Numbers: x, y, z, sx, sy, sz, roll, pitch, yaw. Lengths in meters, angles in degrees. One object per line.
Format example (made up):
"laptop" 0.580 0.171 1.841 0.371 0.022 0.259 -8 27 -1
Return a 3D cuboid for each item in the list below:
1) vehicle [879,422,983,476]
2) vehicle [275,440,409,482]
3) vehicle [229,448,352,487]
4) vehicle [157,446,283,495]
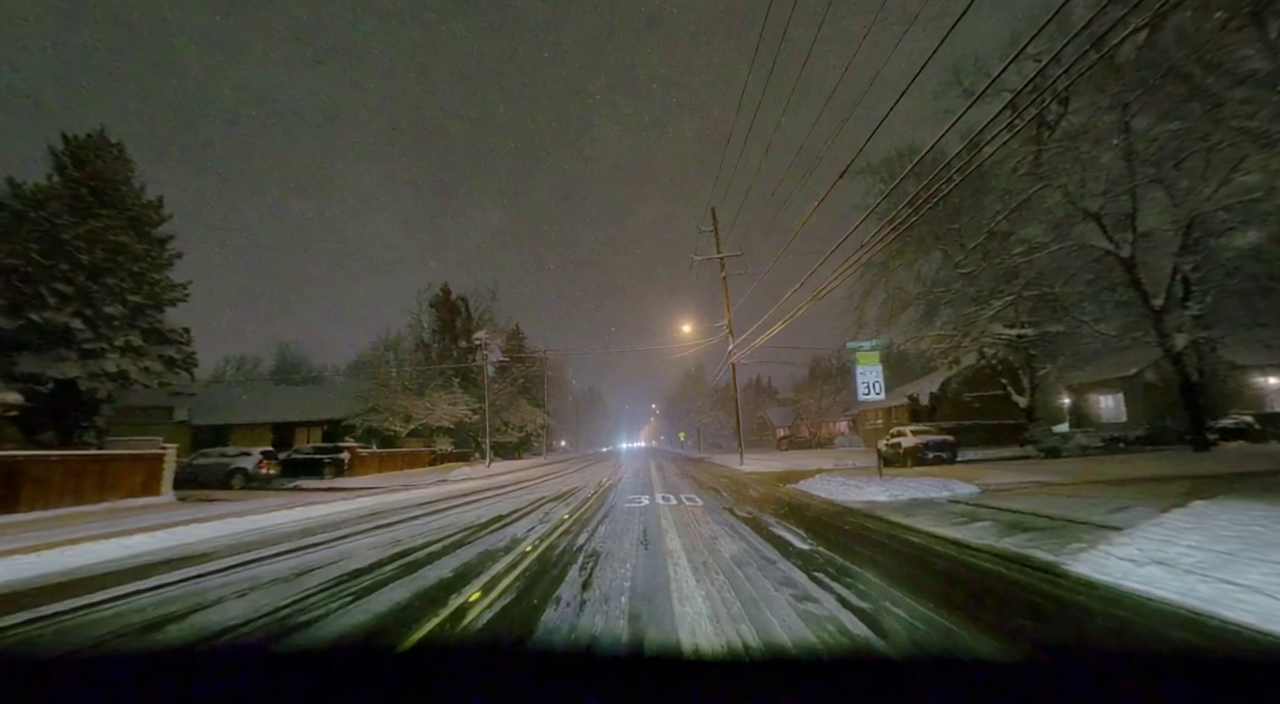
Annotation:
"vehicle" 11.653 3.947 25.697 1.965 1.680 5.338 -9 -9 5
"vehicle" -13.939 5.056 29.597 5.038 1.774 2.764 -2 -8 18
"vehicle" -14.848 4.884 26.854 4.195 1.497 2.291 -3 -10 20
"vehicle" -15.839 4.377 23.775 4.191 1.594 2.309 -5 -9 31
